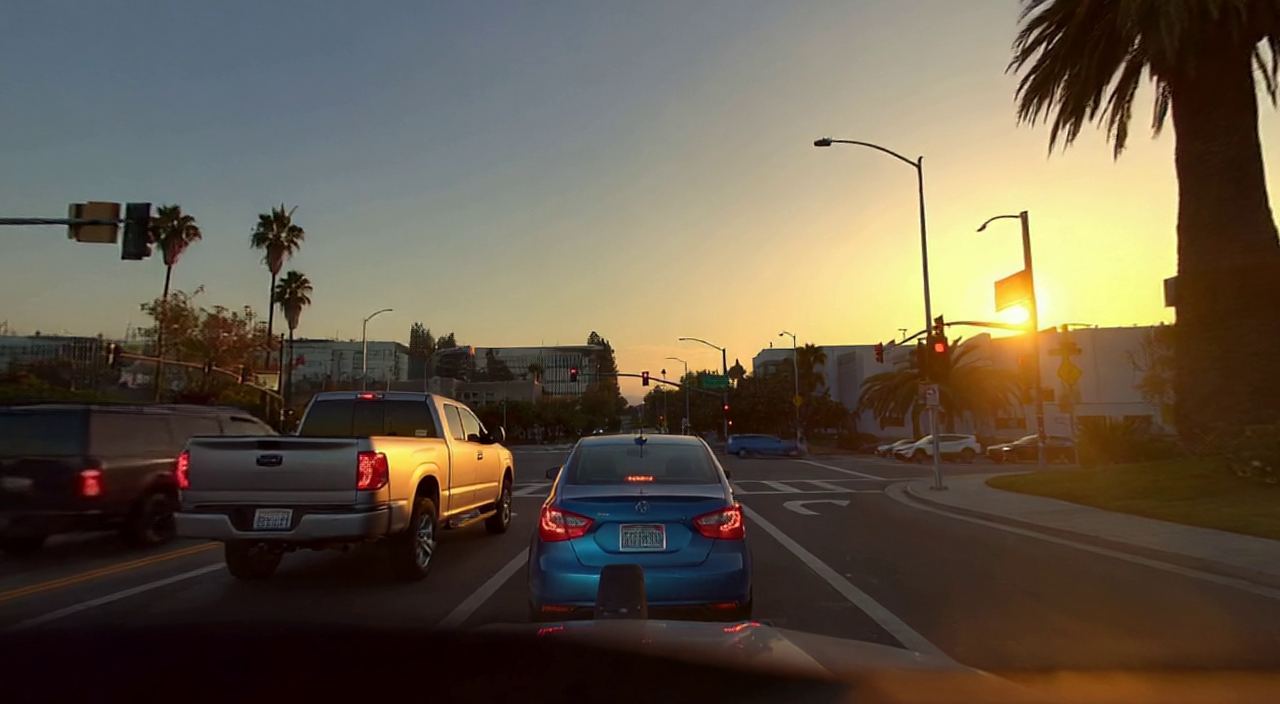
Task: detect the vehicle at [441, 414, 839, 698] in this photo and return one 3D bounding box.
[{"bbox_3d":[0.033,1.399,5.511,2.122,1.501,4.152,0,-8,1],"label":"vehicle"}]

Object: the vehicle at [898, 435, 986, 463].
[{"bbox_3d":[18.838,6.074,39.295,4.466,1.717,1.963,0,-8,2],"label":"vehicle"}]

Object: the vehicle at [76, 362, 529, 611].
[{"bbox_3d":[-3.227,1.481,7.912,2.330,1.969,5.626,-1,-8,3],"label":"vehicle"}]
